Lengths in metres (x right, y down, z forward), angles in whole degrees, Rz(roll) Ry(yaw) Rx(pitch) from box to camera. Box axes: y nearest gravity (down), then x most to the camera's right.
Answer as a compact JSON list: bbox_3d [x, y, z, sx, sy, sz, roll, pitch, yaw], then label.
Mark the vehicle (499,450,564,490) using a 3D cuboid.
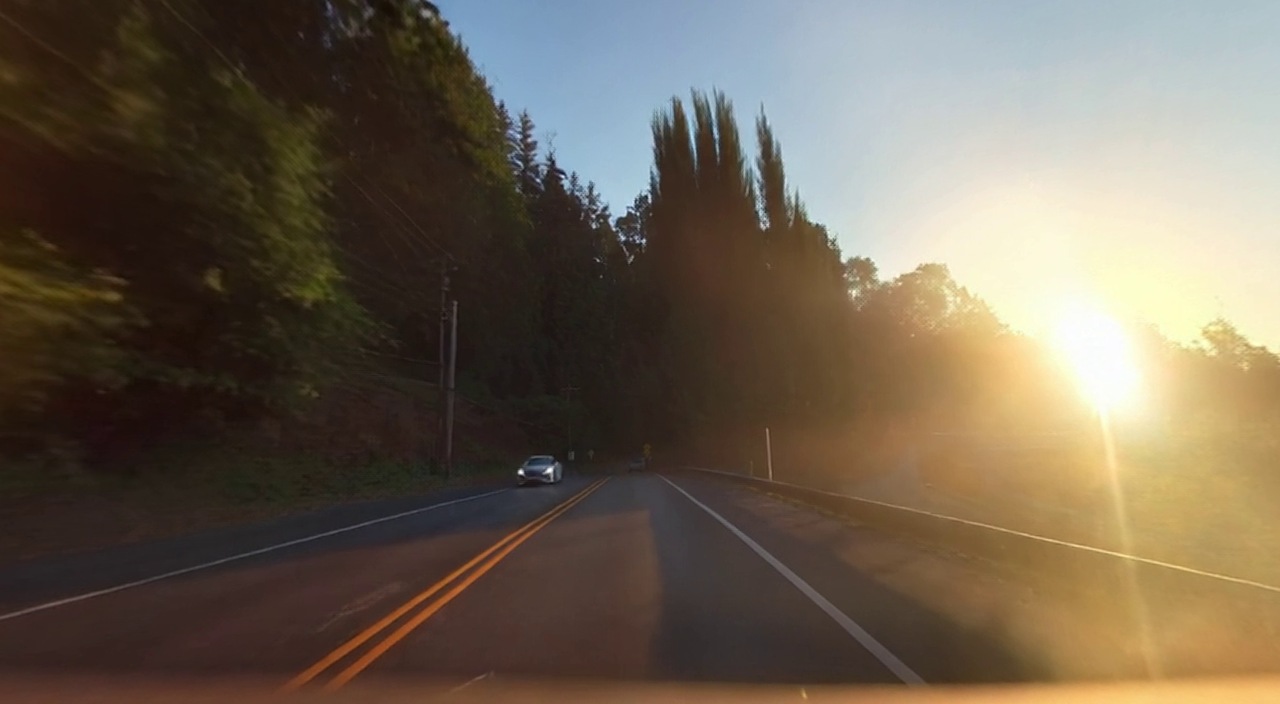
[{"bbox_3d":[-4.678,5.158,27.983,2.080,1.512,4.450,-1,-8,0],"label":"vehicle"}]
